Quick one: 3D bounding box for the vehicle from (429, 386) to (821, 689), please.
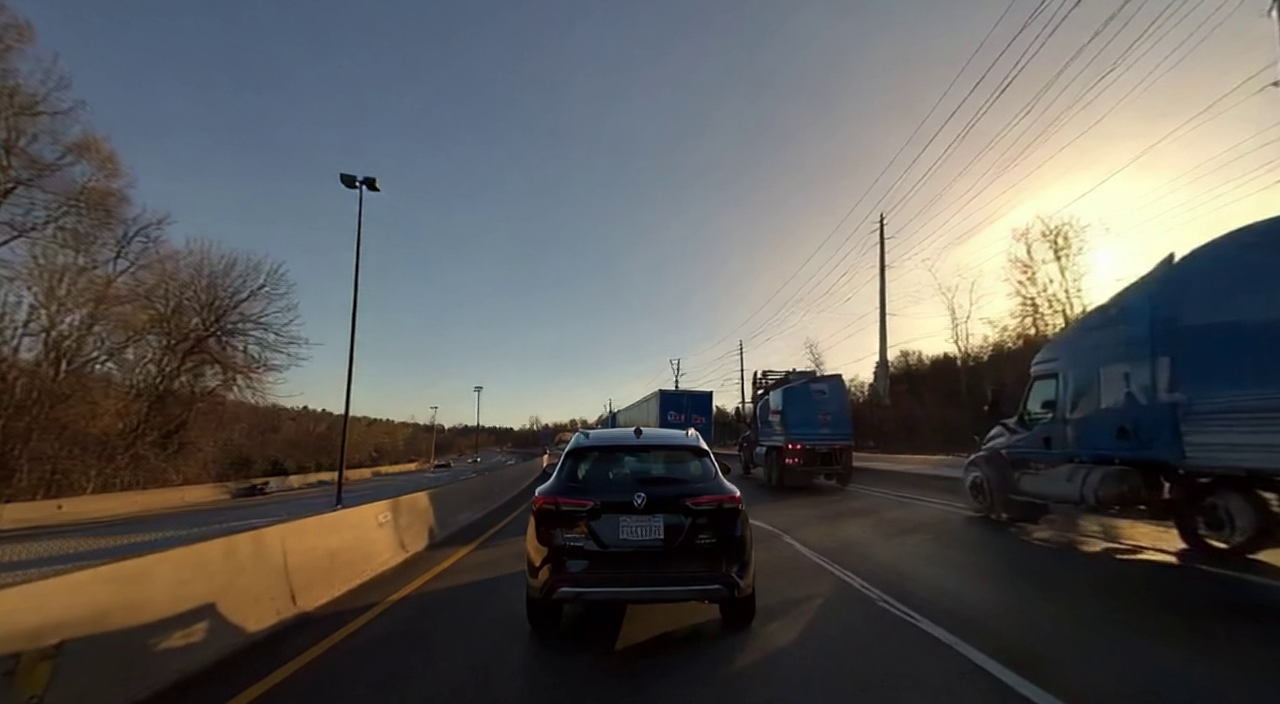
[{"bbox_3d":[-0.134,1.243,5.355,2.062,1.581,3.914,0,-8,-2],"label":"vehicle"}]
